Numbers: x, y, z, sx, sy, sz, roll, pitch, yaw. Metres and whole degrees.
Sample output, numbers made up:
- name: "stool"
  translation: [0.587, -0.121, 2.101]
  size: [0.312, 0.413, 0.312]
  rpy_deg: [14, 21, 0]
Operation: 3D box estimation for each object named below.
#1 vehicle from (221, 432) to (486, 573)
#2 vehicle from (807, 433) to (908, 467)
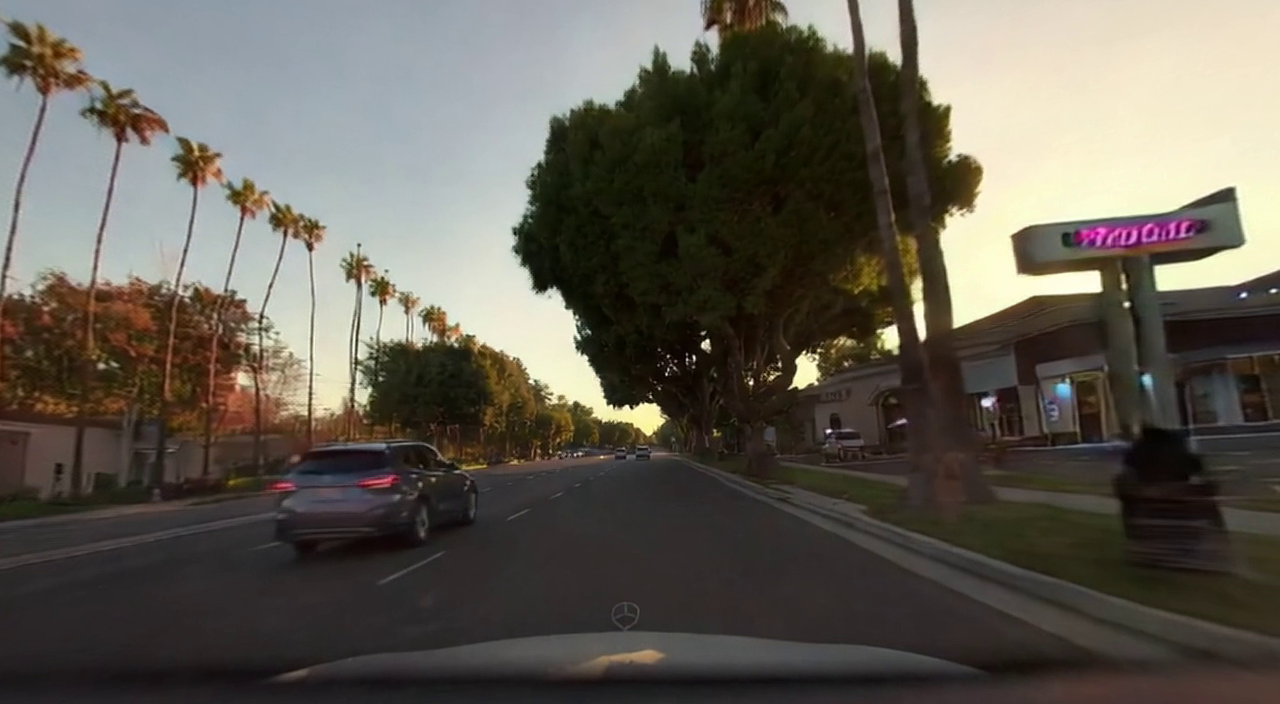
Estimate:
- name: "vehicle"
  translation: [-4.194, 2.252, 10.366]
  size: [2.147, 1.745, 4.648]
  rpy_deg: [0, -8, 0]
- name: "vehicle"
  translation: [11.536, 5.225, 33.737]
  size: [4.577, 1.750, 2.115]
  rpy_deg: [0, -9, -3]
